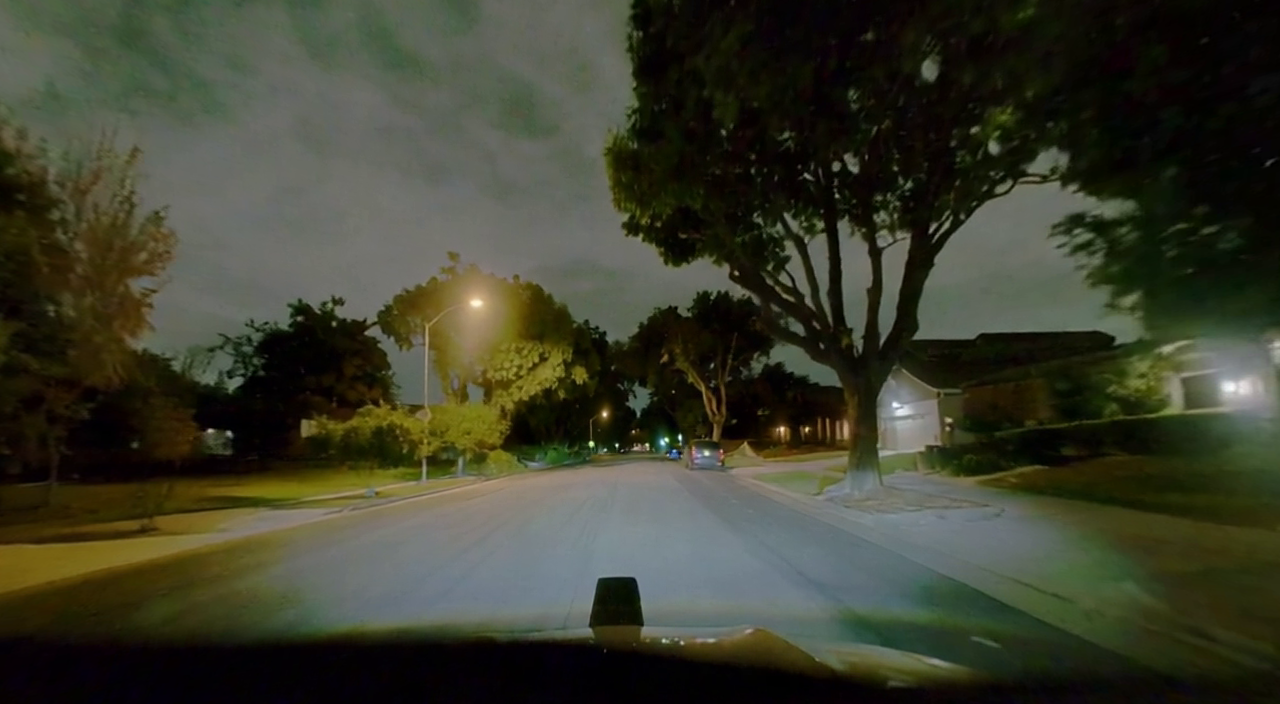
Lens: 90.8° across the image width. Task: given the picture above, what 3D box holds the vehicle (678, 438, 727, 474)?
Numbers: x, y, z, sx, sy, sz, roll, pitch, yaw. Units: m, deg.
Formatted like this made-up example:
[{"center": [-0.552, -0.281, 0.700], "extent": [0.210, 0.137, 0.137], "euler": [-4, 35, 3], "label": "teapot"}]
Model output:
[{"center": [3.207, 5.464, 33.371], "extent": [2.055, 1.738, 4.448], "euler": [0, -9, -1], "label": "vehicle"}]

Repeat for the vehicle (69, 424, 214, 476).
[{"center": [-28.856, 5.828, 37.060], "extent": [2.735, 2.720, 6.677], "euler": [-1, -10, 3], "label": "vehicle"}]
